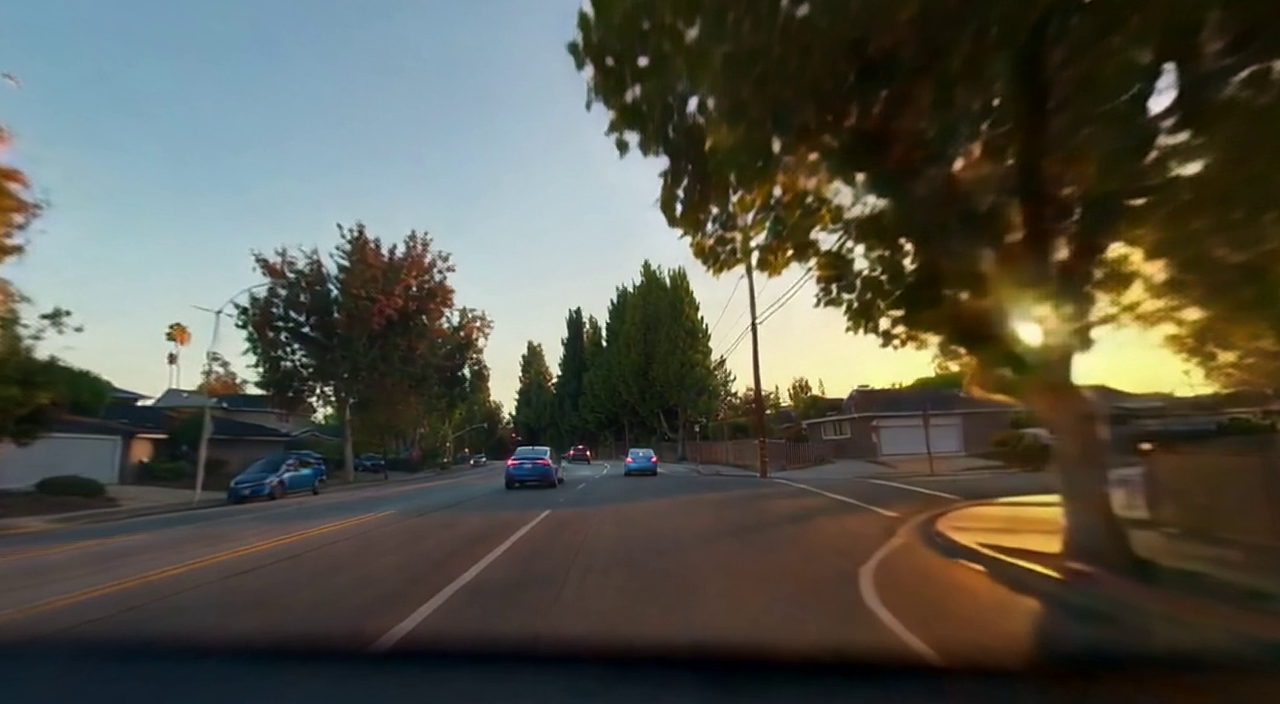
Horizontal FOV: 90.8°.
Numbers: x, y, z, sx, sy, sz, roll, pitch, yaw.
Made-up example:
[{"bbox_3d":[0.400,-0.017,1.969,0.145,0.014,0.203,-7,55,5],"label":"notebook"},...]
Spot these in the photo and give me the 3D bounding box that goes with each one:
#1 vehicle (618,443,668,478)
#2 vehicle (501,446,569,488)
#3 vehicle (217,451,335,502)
[{"bbox_3d":[0.071,5.060,29.667,2.168,1.504,4.284,0,-9,-2],"label":"vehicle"},{"bbox_3d":[-3.863,4.279,23.934,1.913,1.425,4.235,0,-9,-1],"label":"vehicle"},{"bbox_3d":[-14.350,4.902,25.295,2.083,1.817,4.532,0,-9,-1],"label":"vehicle"}]
